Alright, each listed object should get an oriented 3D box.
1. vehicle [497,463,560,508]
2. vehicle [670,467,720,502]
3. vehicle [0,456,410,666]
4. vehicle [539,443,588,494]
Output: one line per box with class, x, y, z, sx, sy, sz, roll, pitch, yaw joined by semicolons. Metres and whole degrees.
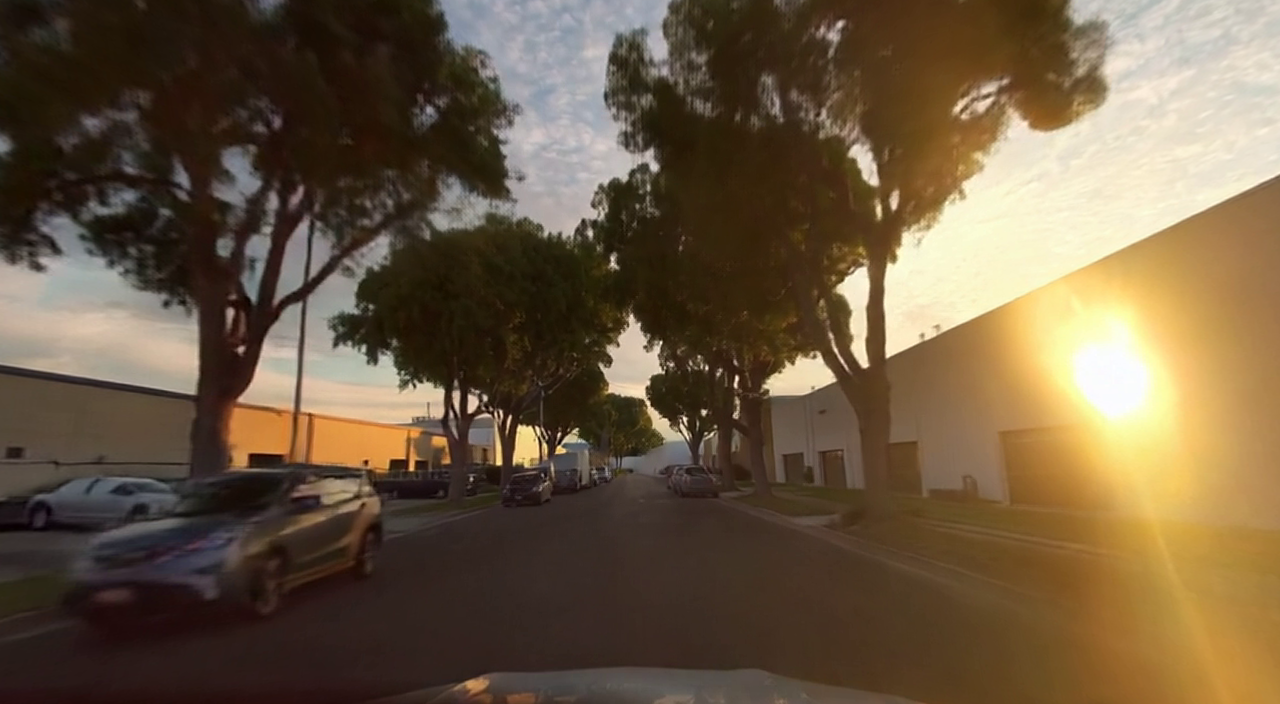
vehicle;-4.413;5.347;25.443;1.835;1.625;3.674;1;-11;1
vehicle;2.390;5.912;28.287;1.819;1.446;3.909;1;-11;-1
vehicle;-4.483;2.024;7.286;1.927;1.580;4.556;-1;-9;0
vehicle;-4.396;6.905;37.214;2.242;2.726;5.581;1;-11;-1
